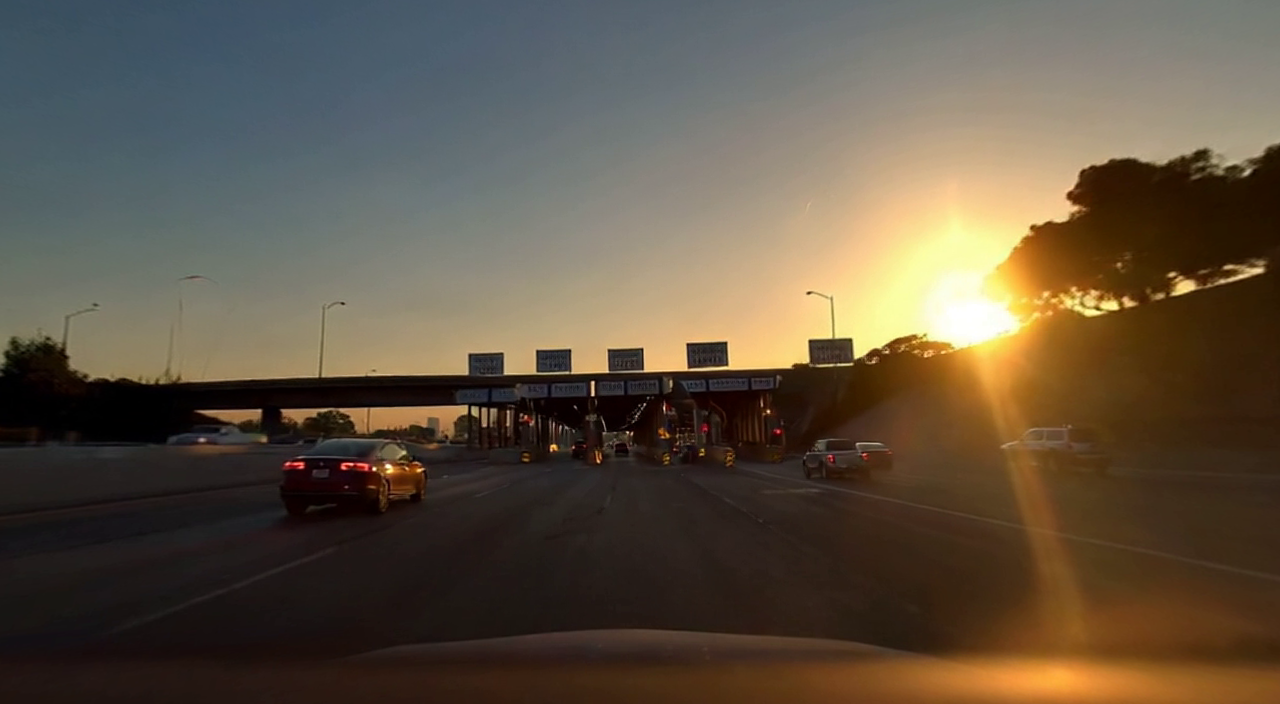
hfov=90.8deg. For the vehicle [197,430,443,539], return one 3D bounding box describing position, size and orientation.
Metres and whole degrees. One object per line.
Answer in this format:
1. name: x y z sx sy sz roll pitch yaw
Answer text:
1. vehicle: -5.047 2.124 10.831 1.981 1.465 4.334 0 -8 -1
